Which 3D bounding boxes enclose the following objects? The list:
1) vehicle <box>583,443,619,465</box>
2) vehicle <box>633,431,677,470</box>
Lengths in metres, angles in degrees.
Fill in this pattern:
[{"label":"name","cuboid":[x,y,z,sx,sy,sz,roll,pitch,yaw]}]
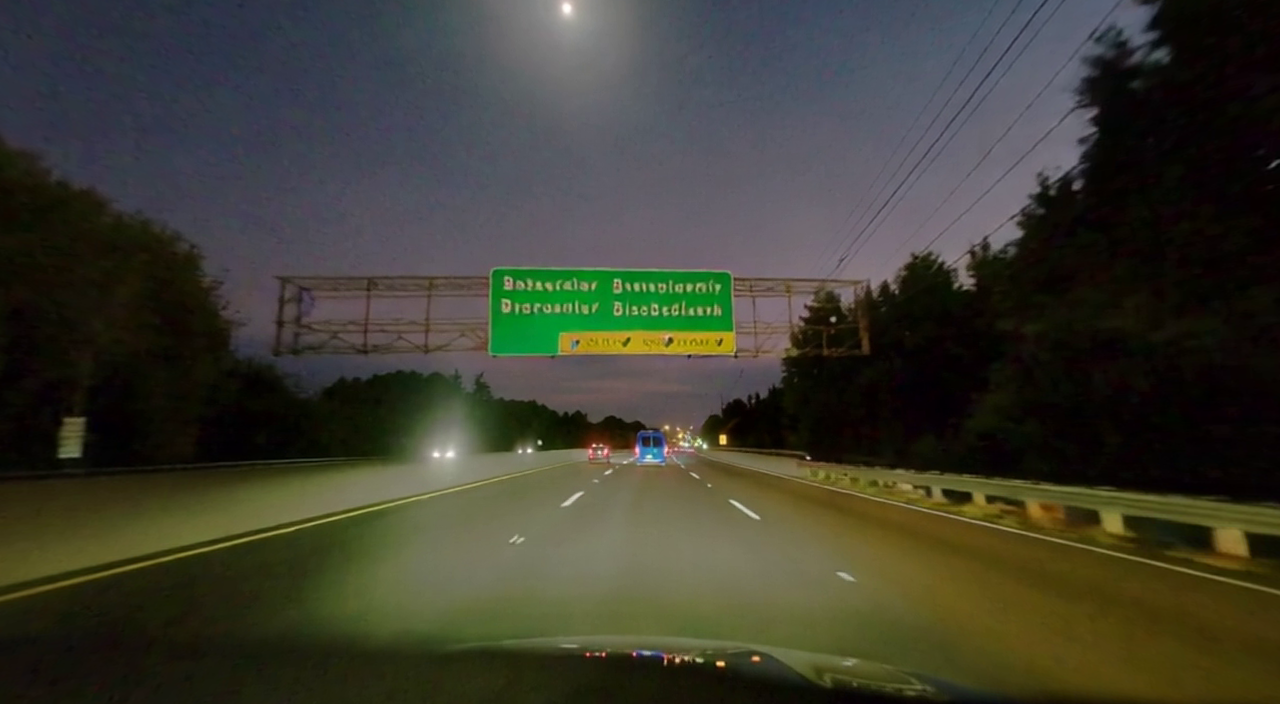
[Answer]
[{"label":"vehicle","cuboid":[-2.594,6.959,43.038,1.996,1.433,4.316,-1,-9,3]},{"label":"vehicle","cuboid":[0.825,5.448,34.805,2.261,1.969,5.104,0,-9,2]}]
